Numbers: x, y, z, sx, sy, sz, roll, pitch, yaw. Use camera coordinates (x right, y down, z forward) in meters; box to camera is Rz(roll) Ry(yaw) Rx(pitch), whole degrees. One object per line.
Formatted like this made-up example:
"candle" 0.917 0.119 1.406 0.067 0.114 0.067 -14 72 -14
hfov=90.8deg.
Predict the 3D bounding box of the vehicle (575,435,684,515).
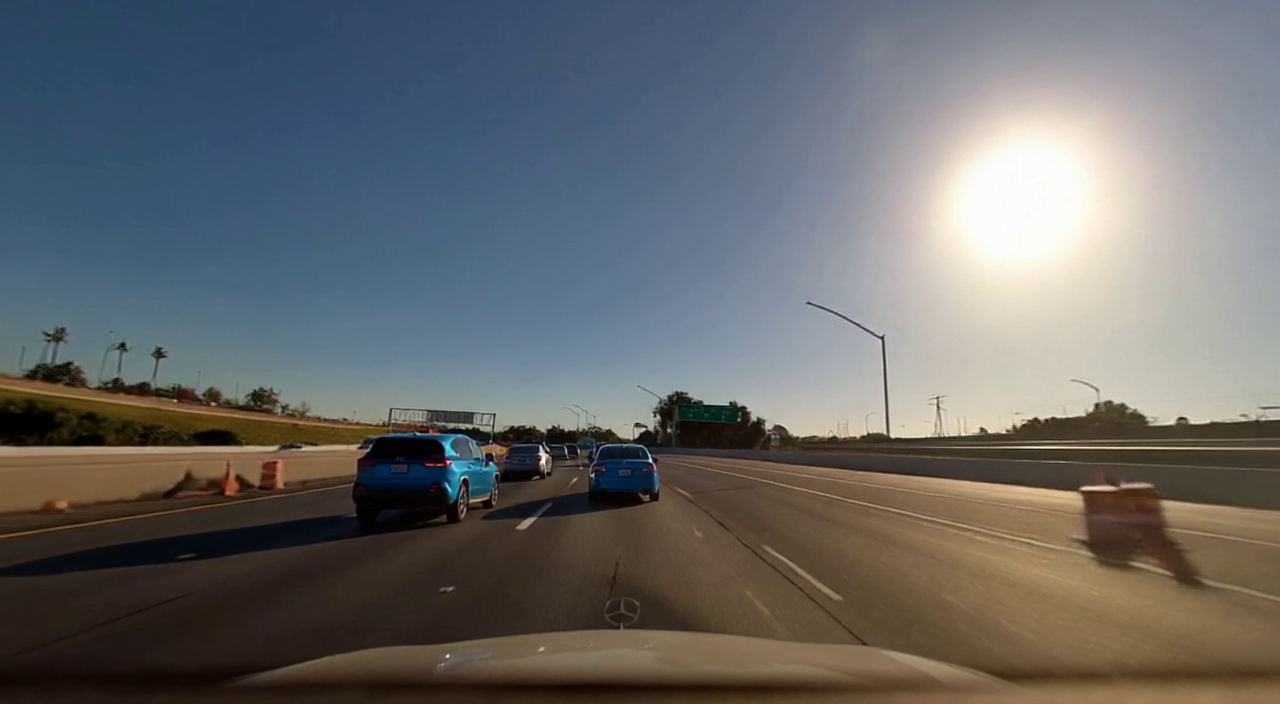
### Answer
"vehicle" -0.256 2.631 14.013 2.069 1.484 3.982 0 -9 -2

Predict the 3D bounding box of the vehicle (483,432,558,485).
"vehicle" -4.209 3.809 22.855 1.982 1.727 4.057 0 -9 -1

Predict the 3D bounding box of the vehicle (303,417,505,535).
"vehicle" -3.892 2.120 11.345 2.025 1.708 4.089 0 -9 0
